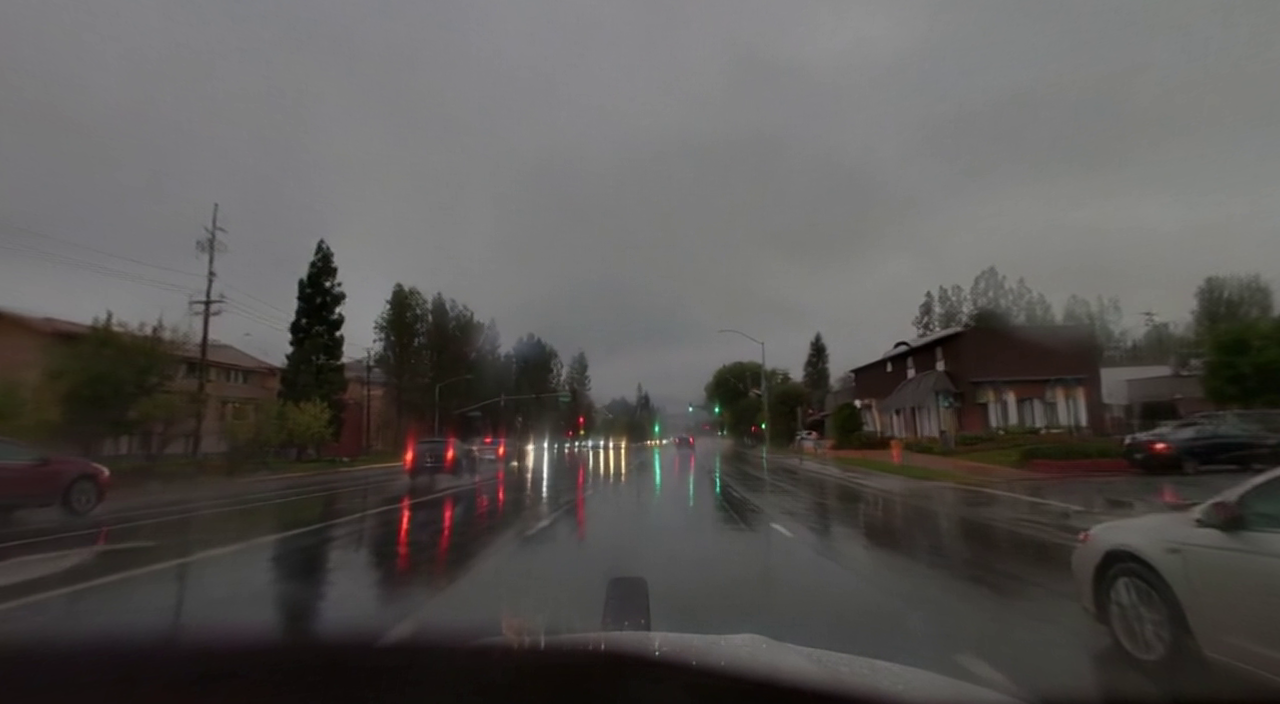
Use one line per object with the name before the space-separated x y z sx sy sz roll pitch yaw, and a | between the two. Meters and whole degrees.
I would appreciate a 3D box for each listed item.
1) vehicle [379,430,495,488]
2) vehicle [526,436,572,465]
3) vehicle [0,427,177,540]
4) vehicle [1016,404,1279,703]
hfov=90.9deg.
vehicle | -6.206 3.318 19.902 1.988 1.597 4.404 0 -8 3
vehicle | -5.341 5.816 37.460 1.870 1.616 3.765 -1 -8 5
vehicle | -9.852 1.966 9.719 1.951 1.554 4.444 0 -8 2
vehicle | 3.851 0.930 2.395 2.003 1.494 4.705 0 -8 1
